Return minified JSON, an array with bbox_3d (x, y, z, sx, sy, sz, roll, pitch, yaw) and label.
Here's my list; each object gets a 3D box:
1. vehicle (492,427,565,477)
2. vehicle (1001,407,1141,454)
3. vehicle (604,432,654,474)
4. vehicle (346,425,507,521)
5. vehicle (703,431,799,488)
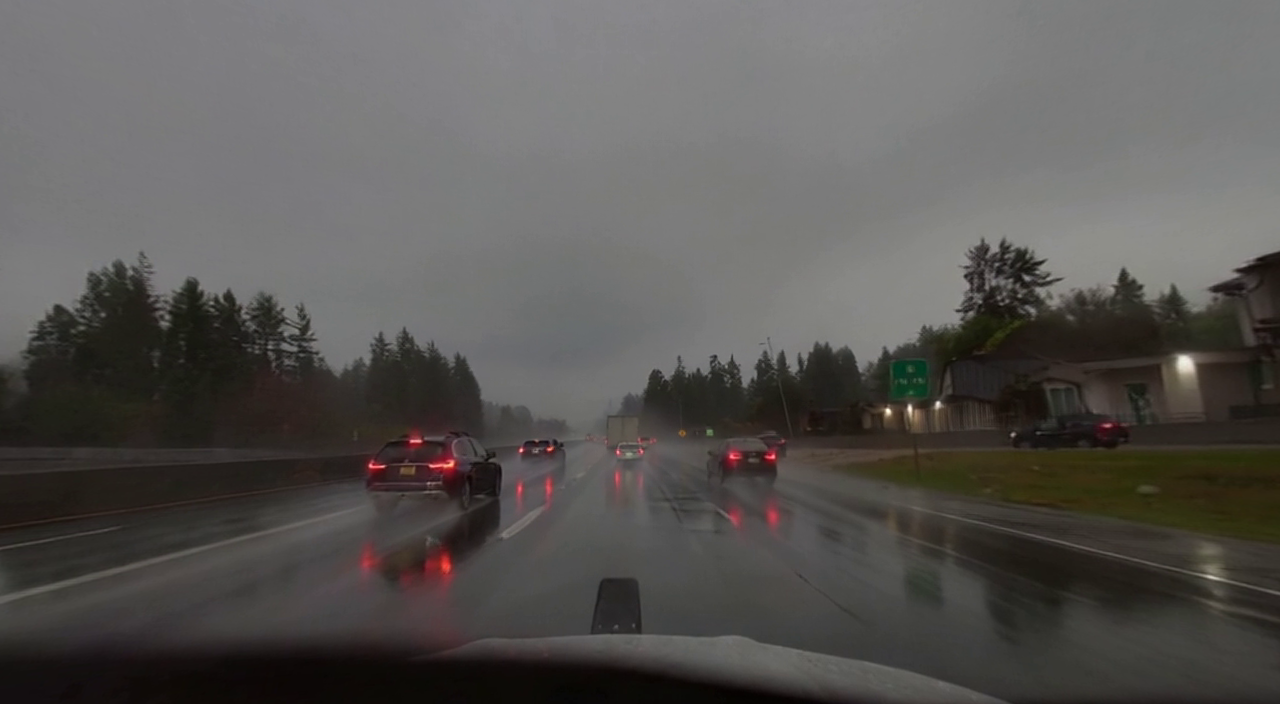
[{"bbox_3d":[-4.734,4.348,27.720,2.301,1.944,5.482,0,-8,-1],"label":"vehicle"},{"bbox_3d":[16.561,3.107,24.581,2.048,1.674,4.106,2,-9,-11],"label":"vehicle"},{"bbox_3d":[-0.522,4.466,28.057,2.063,1.703,4.203,0,-8,-2],"label":"vehicle"},{"bbox_3d":[-4.182,2.428,13.182,1.988,1.668,4.021,0,-8,-1],"label":"vehicle"},{"bbox_3d":[3.249,3.245,19.387,2.027,1.554,4.252,0,-8,-2],"label":"vehicle"}]
